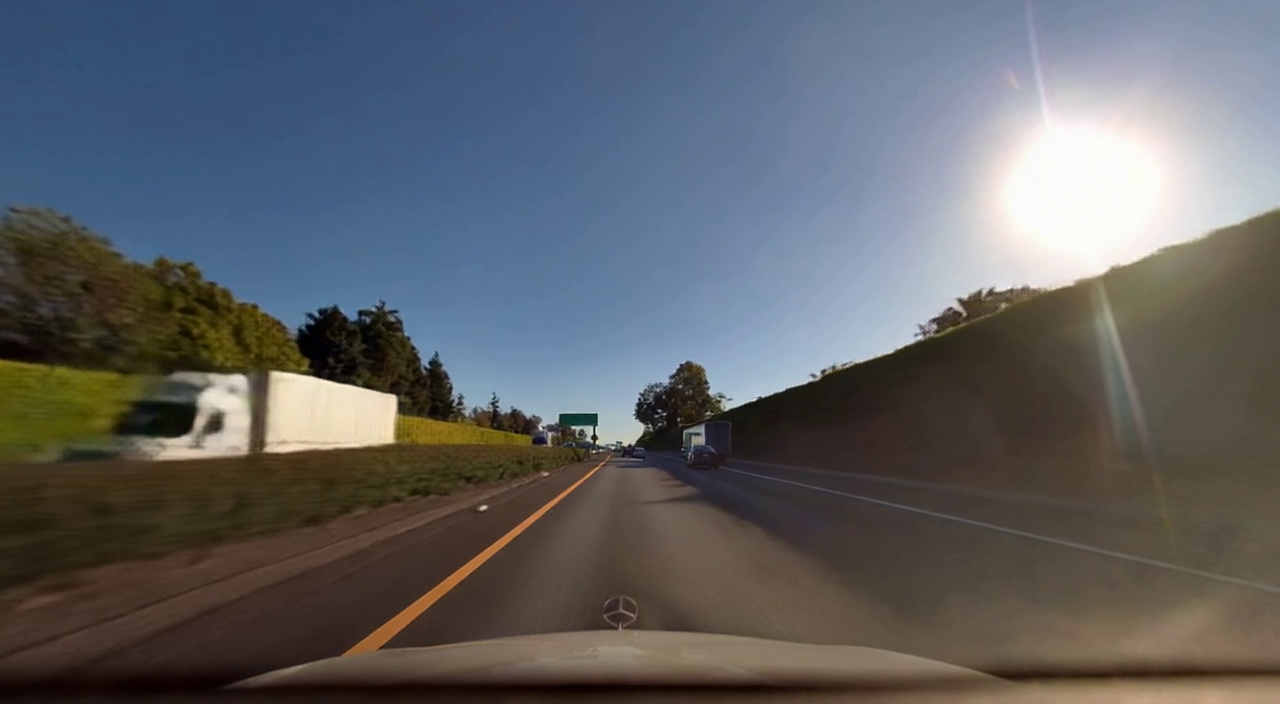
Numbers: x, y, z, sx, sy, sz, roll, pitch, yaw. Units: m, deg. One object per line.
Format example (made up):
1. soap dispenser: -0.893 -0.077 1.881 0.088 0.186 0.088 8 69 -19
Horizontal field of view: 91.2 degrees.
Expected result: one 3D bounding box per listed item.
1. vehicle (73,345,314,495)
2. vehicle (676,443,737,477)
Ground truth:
1. vehicle: -13.429 2.226 19.698 3.118 3.986 5.803 0 -9 -1
2. vehicle: 3.083 5.171 30.209 2.244 1.498 4.338 0 -9 -3
